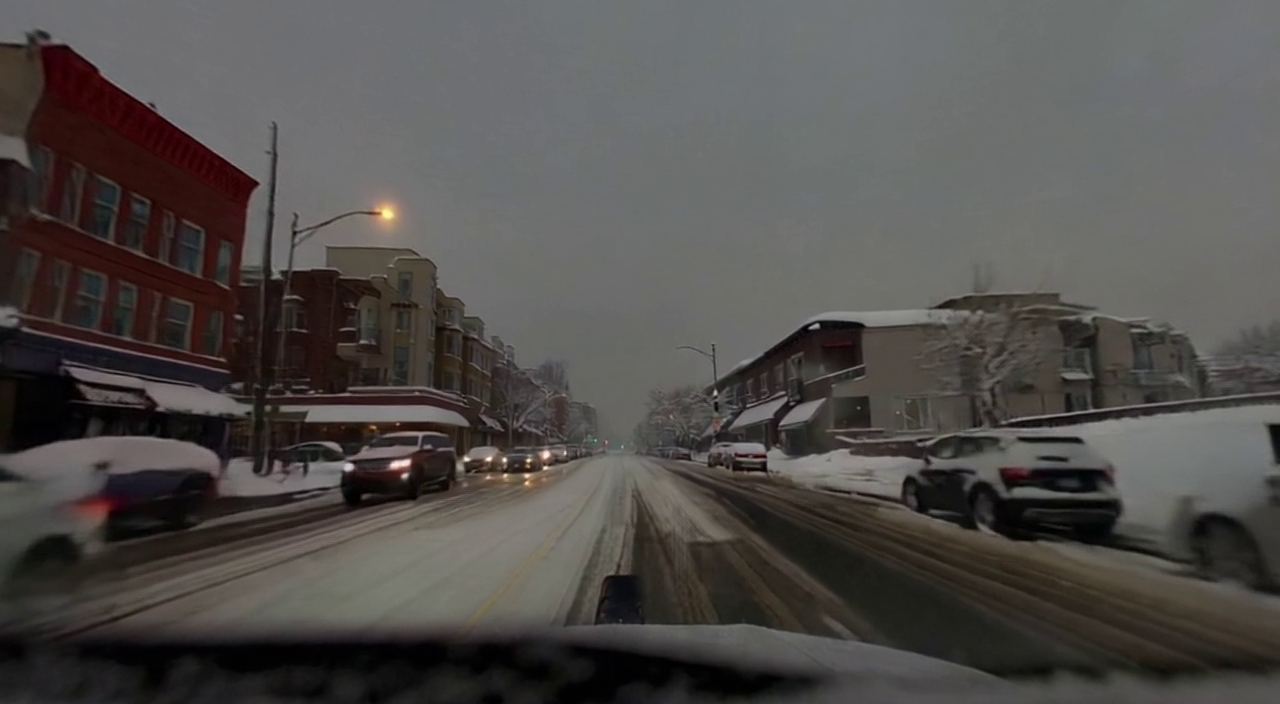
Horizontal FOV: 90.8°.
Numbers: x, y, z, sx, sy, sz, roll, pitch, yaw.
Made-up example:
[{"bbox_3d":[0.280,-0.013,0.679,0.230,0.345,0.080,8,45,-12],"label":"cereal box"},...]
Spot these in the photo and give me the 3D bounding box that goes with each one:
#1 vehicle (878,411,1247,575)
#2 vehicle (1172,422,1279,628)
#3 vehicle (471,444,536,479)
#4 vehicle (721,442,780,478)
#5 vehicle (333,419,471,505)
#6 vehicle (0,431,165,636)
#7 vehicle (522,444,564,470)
[{"bbox_3d":[5.715,1.964,9.725,2.059,1.804,5.182,0,-8,0],"label":"vehicle"},{"bbox_3d":[5.891,1.151,3.680,1.915,1.569,4.117,0,-8,-1],"label":"vehicle"},{"bbox_3d":[-6.218,5.015,29.321,2.052,1.481,4.248,0,-8,1],"label":"vehicle"},{"bbox_3d":[5.196,5.143,30.333,1.957,1.572,4.418,0,-8,-1],"label":"vehicle"},{"bbox_3d":[-6.075,2.867,16.840,1.937,1.944,4.640,0,-8,-1],"label":"vehicle"},{"bbox_3d":[-5.745,1.253,4.062,2.095,1.493,4.216,0,-8,0],"label":"vehicle"},{"bbox_3d":[-6.052,6.550,39.646,1.949,1.533,3.864,0,-8,1],"label":"vehicle"}]
